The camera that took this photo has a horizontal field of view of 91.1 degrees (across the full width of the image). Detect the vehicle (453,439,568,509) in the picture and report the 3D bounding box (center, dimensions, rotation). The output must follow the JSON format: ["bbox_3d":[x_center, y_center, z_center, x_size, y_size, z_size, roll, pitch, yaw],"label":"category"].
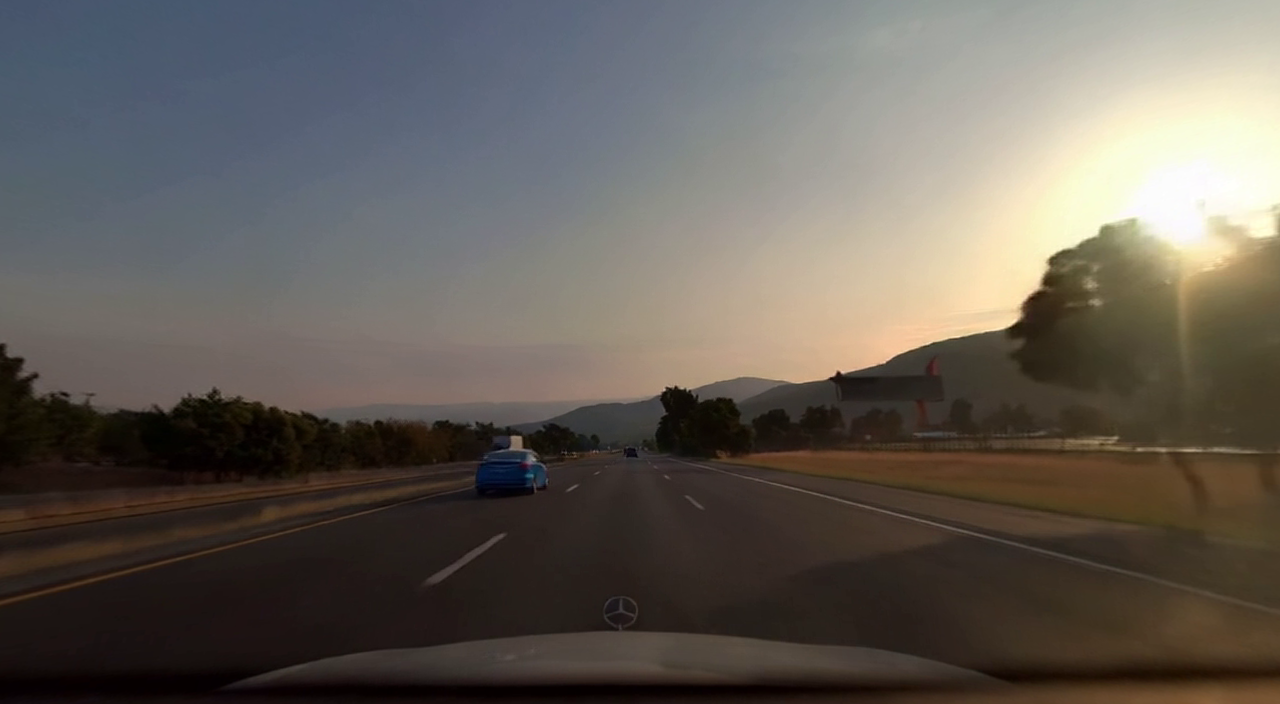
[{"bbox_3d":[-3.254,3.169,16.826,2.069,1.573,4.589,0,-9,1],"label":"vehicle"}]
